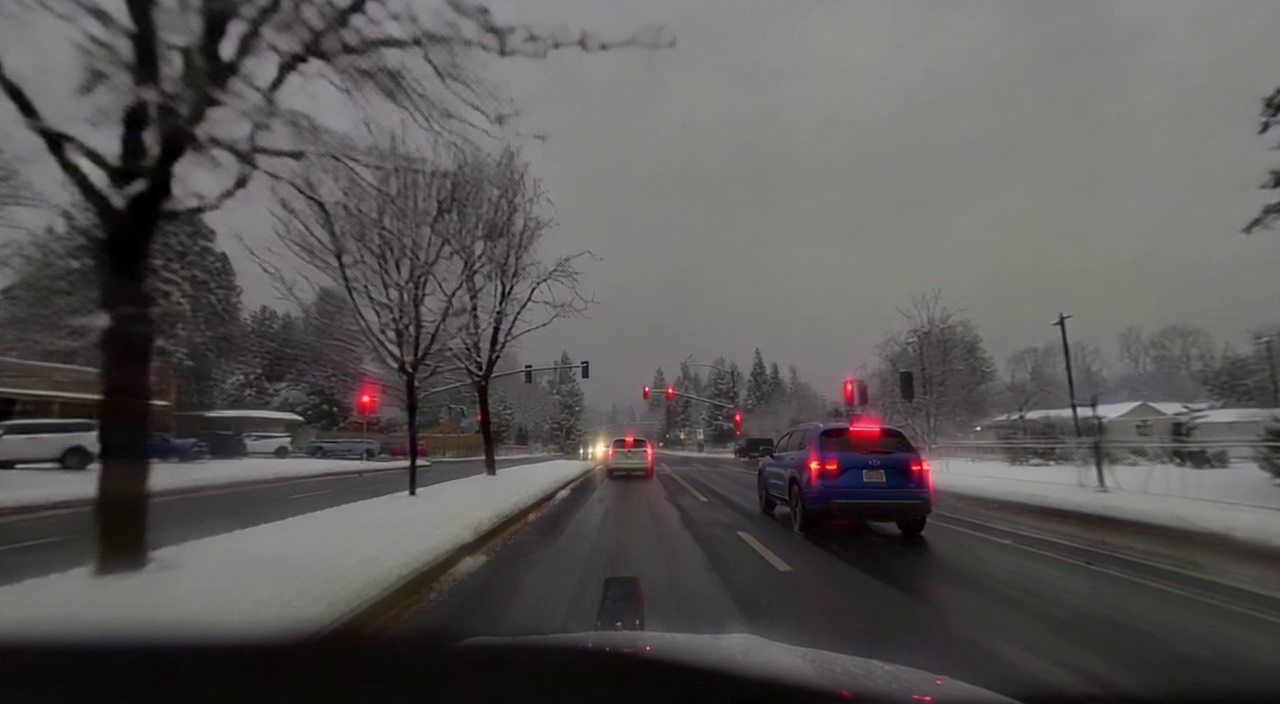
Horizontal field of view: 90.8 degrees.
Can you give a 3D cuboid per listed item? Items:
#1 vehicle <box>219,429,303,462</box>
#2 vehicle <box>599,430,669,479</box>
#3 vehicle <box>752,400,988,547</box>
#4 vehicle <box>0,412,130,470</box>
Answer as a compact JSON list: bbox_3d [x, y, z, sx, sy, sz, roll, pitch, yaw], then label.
[{"bbox_3d":[-28.574,7.023,47.696,5.285,2.200,2.387,3,-9,-33],"label":"vehicle"},{"bbox_3d":[-0.209,3.560,22.129,2.177,1.512,4.682,0,-8,0],"label":"vehicle"},{"bbox_3d":[3.180,1.783,9.897,2.046,1.768,4.370,0,-8,0],"label":"vehicle"},{"bbox_3d":[-23.425,3.447,23.966,5.954,1.965,2.483,-2,-9,-1],"label":"vehicle"}]
